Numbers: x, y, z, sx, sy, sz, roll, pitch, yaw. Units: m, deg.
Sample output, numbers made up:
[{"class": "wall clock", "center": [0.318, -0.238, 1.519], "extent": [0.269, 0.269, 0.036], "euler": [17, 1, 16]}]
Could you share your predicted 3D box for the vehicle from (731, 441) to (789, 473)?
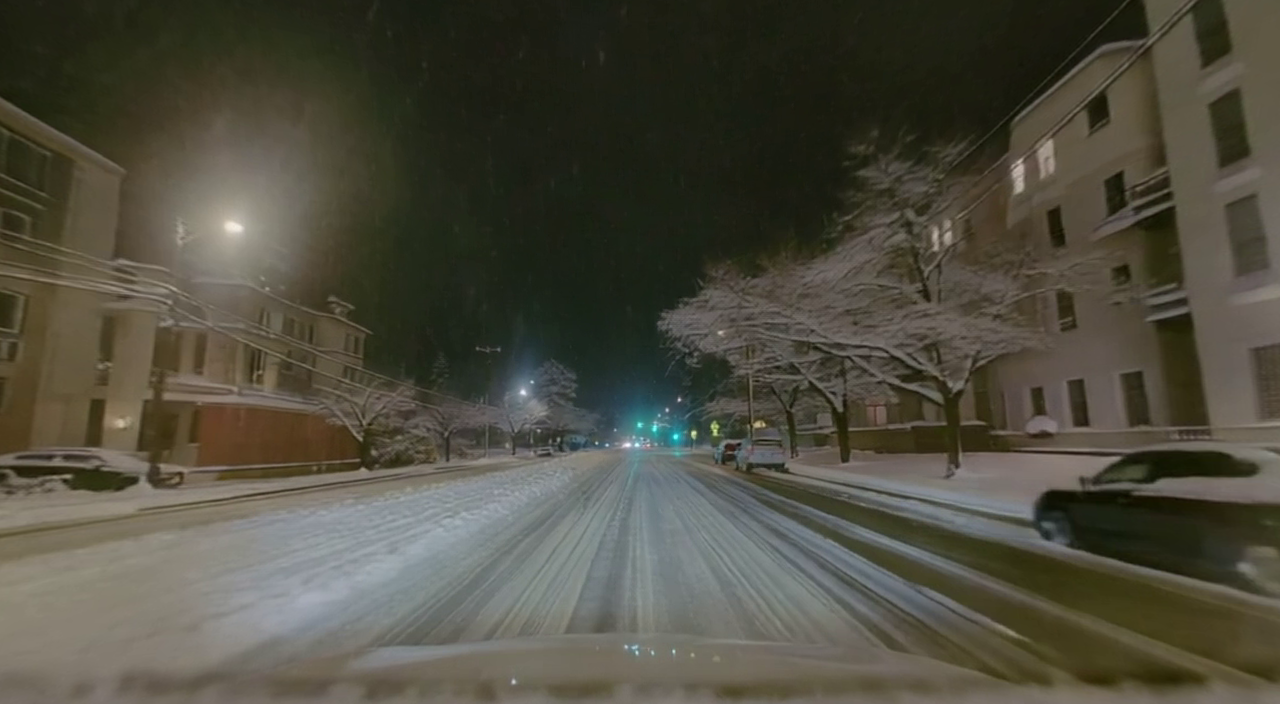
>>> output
[{"class": "vehicle", "center": [6.259, 5.532, 33.507], "extent": [1.948, 1.526, 4.518], "euler": [0, -9, -3]}]

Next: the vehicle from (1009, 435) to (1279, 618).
[{"class": "vehicle", "center": [6.168, 1.589, 6.295], "extent": [1.944, 1.478, 4.885], "euler": [0, -8, -1]}]
